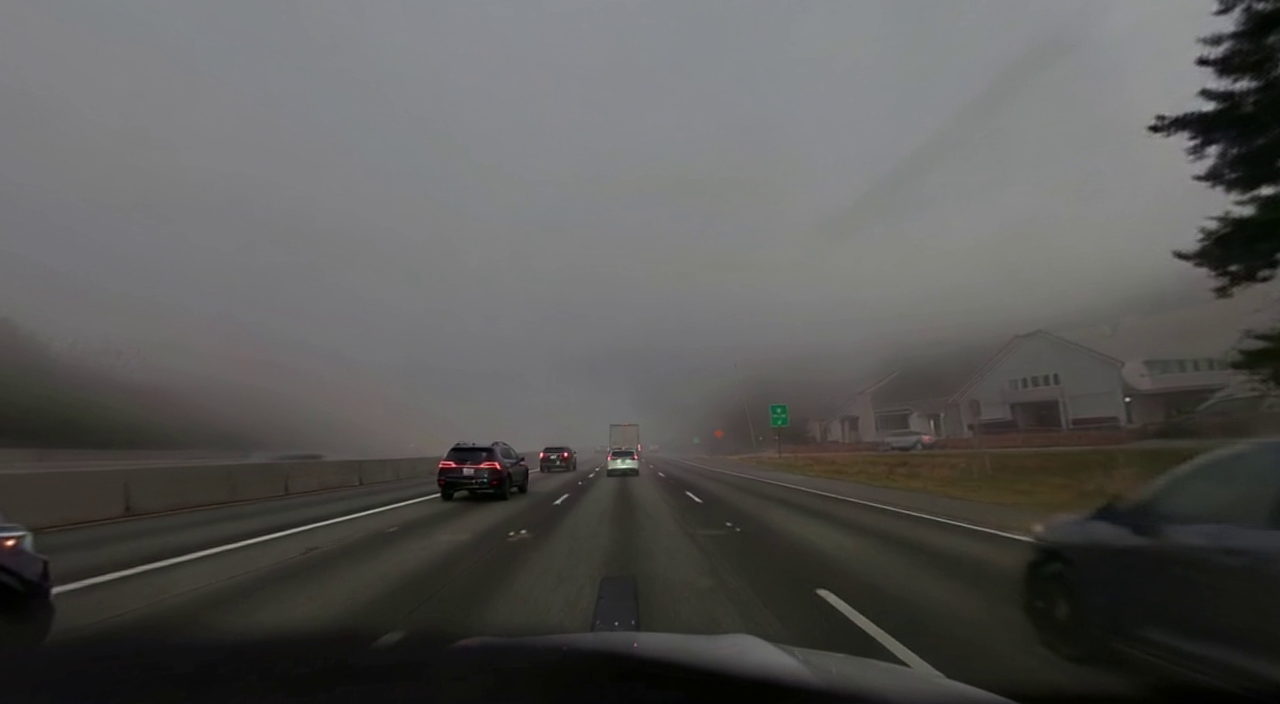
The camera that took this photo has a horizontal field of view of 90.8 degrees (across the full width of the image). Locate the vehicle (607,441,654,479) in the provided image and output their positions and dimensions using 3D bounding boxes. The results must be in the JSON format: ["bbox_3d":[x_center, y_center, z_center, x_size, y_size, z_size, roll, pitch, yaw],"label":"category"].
[{"bbox_3d":[-0.453,5.115,30.122,2.063,1.703,4.203,0,-9,-1],"label":"vehicle"}]

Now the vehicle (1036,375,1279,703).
[{"bbox_3d":[3.526,0.765,1.748,2.027,1.554,4.252,0,-9,-1],"label":"vehicle"}]

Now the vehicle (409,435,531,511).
[{"bbox_3d":[-4.146,3.012,16.162,1.988,1.668,4.021,0,-9,0],"label":"vehicle"}]

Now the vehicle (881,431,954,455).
[{"bbox_3d":[17.331,5.742,39.681,1.894,1.458,4.268,2,-9,-13],"label":"vehicle"}]

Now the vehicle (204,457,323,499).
[{"bbox_3d":[-15.067,5.035,25.651,1.961,1.461,4.643,0,-9,0],"label":"vehicle"}]

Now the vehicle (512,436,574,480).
[{"bbox_3d":[-4.676,5.230,31.344,2.301,1.944,5.482,0,-9,-1],"label":"vehicle"}]
